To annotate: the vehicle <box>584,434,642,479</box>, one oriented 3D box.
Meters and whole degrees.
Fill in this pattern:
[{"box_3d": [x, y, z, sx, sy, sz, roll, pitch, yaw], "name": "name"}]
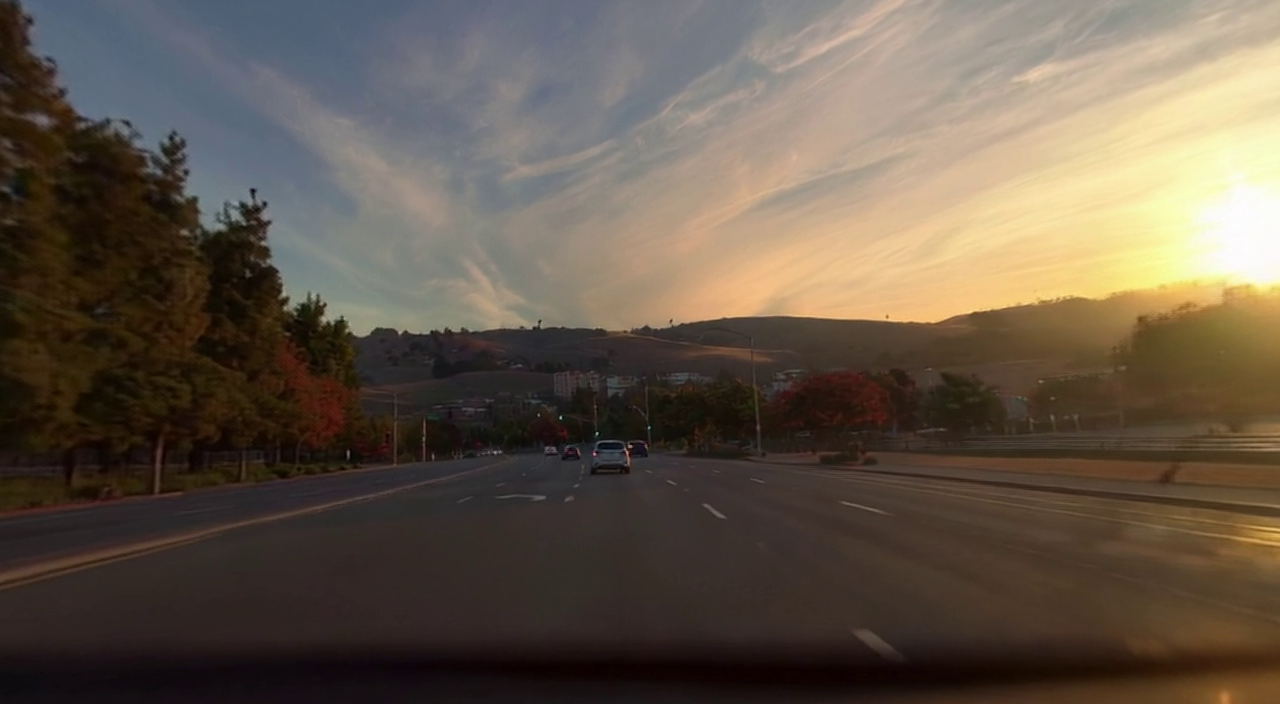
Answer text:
[{"box_3d": [-1.244, 4.478, 27.228, 2.253, 1.756, 4.313, 1, -8, -6], "name": "vehicle"}]
